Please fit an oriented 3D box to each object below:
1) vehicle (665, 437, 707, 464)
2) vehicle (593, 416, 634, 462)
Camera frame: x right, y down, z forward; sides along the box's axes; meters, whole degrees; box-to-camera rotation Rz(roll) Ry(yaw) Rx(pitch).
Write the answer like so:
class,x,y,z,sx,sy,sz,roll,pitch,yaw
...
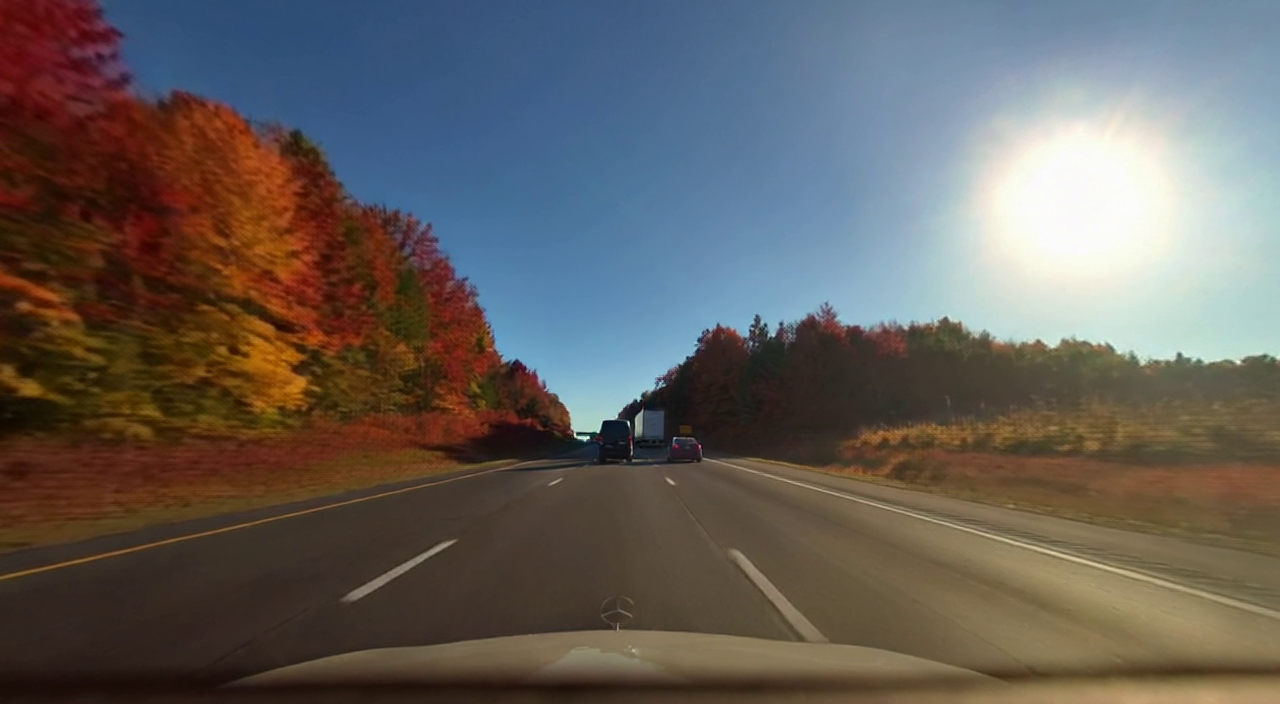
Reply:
class,x,y,z,sx,sy,sz,roll,pitch,yaw
vehicle,2.614,5.740,36.870,1.962,1.508,4.363,0,-8,-2
vehicle,-1.595,5.477,39.604,2.389,2.637,5.437,0,-8,0
